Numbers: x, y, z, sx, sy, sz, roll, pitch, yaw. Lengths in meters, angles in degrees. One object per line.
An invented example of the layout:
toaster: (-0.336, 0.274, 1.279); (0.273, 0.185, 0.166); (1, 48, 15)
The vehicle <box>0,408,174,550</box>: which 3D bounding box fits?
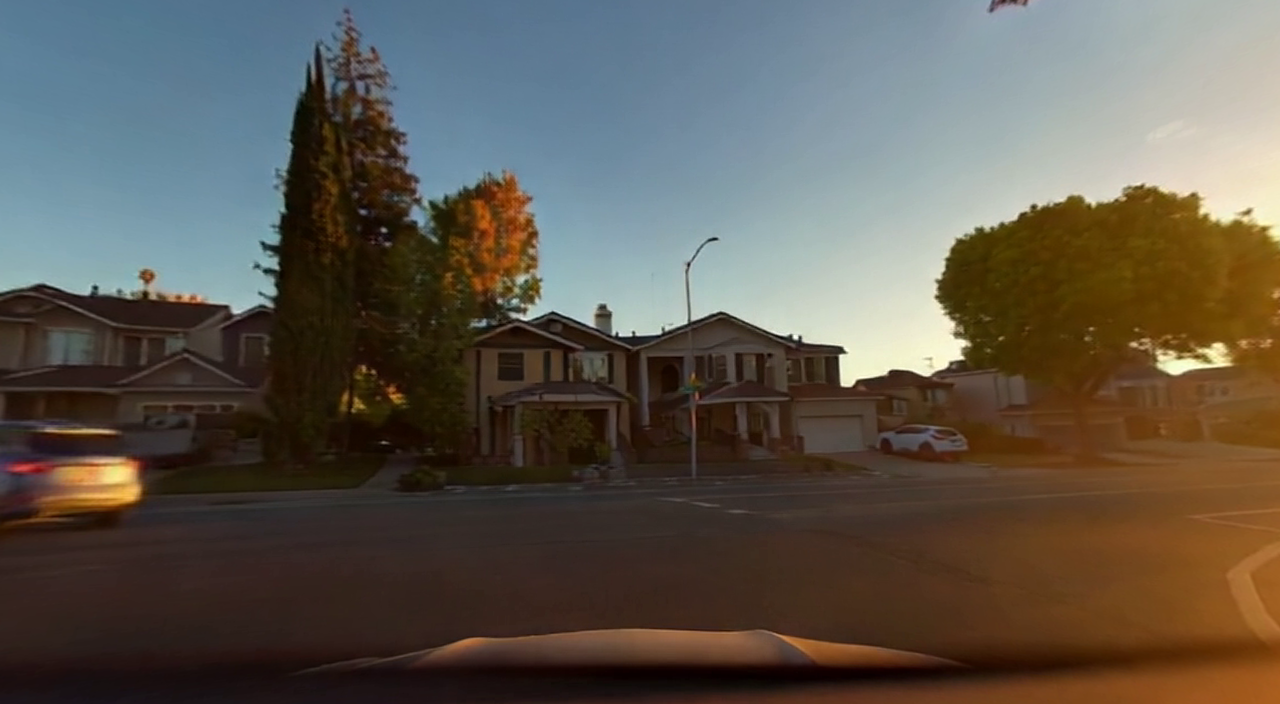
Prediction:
vehicle: (-9.304, 1.770, 9.225); (4.210, 1.695, 2.145); (-4, -9, 25)
